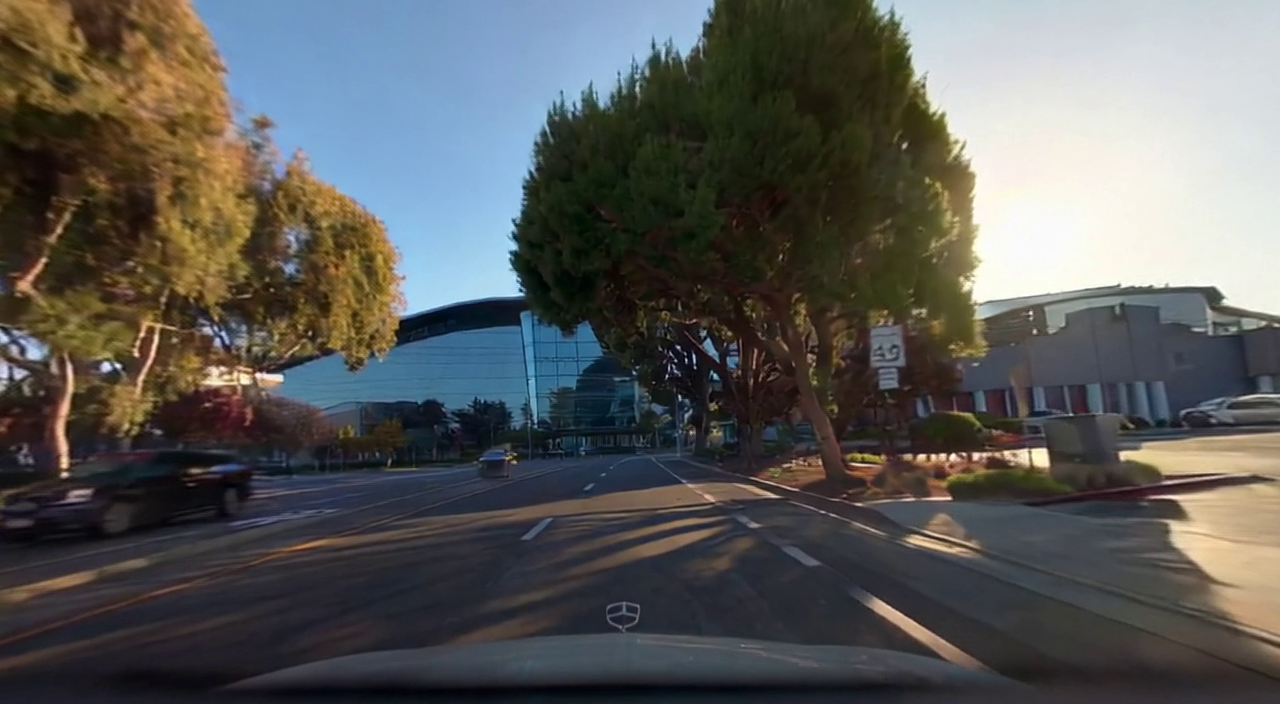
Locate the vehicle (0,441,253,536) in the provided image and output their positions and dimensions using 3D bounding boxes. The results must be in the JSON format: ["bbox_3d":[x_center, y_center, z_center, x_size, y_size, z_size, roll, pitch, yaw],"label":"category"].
[{"bbox_3d":[-13.436,3.439,16.871,2.505,2.059,5.803,-1,-8,0],"label":"vehicle"}]
